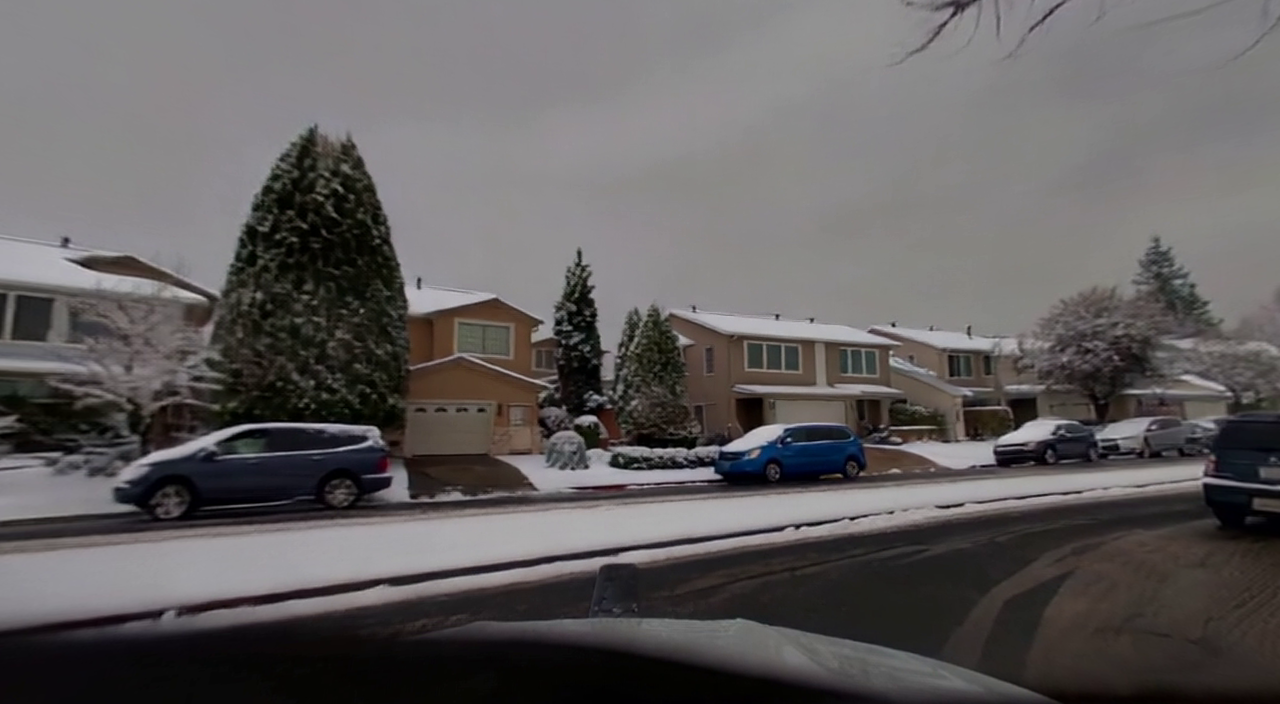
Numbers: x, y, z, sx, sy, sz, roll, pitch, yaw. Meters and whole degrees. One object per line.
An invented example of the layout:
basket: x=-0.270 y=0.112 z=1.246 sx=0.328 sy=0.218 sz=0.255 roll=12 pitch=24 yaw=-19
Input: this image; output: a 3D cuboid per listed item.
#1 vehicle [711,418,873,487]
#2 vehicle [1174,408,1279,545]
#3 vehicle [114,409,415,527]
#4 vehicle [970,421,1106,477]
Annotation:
vehicle: x=3.740 y=2.429 z=15.528 sx=3.513 sy=1.507 sz=1.798 roll=4 pitch=-7 yaw=-26
vehicle: x=9.029 y=1.497 z=7.894 sx=4.226 sy=1.507 sz=2.008 roll=4 pitch=-8 yaw=-28
vehicle: x=-5.864 y=1.774 z=10.170 sx=3.746 sy=1.518 sz=1.845 roll=6 pitch=-7 yaw=-33
vehicle: x=12.295 y=2.915 z=19.459 sx=3.785 sy=1.488 sz=1.828 roll=2 pitch=-6 yaw=-28
